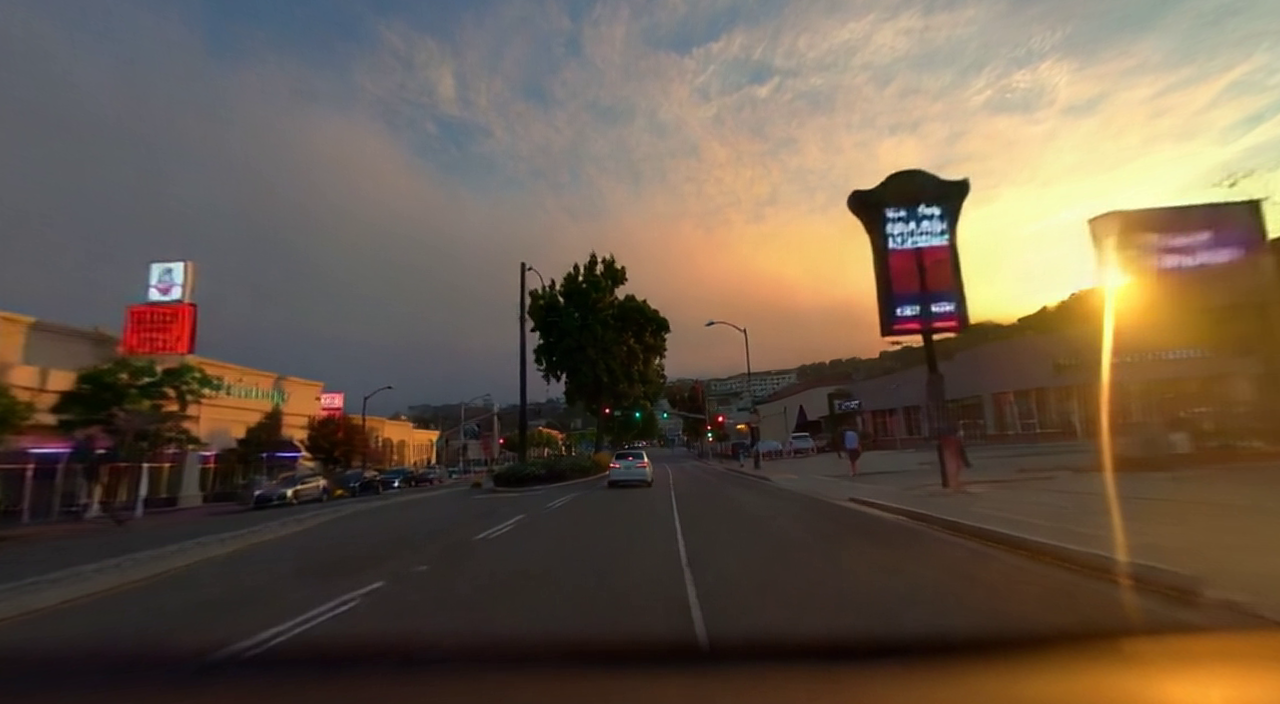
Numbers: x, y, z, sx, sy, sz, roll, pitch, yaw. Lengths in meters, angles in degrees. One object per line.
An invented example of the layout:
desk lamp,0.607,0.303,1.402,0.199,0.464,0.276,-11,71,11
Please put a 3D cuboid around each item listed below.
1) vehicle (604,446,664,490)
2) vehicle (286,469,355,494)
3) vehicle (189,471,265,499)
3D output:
vehicle,-0.128,4.246,23.495,1.977,1.451,4.032,-1,-8,3
vehicle,-24.085,9.719,47.680,4.310,1.663,1.881,6,-10,-34
vehicle,-29.419,9.419,45.006,4.261,1.756,1.915,6,-11,-38
